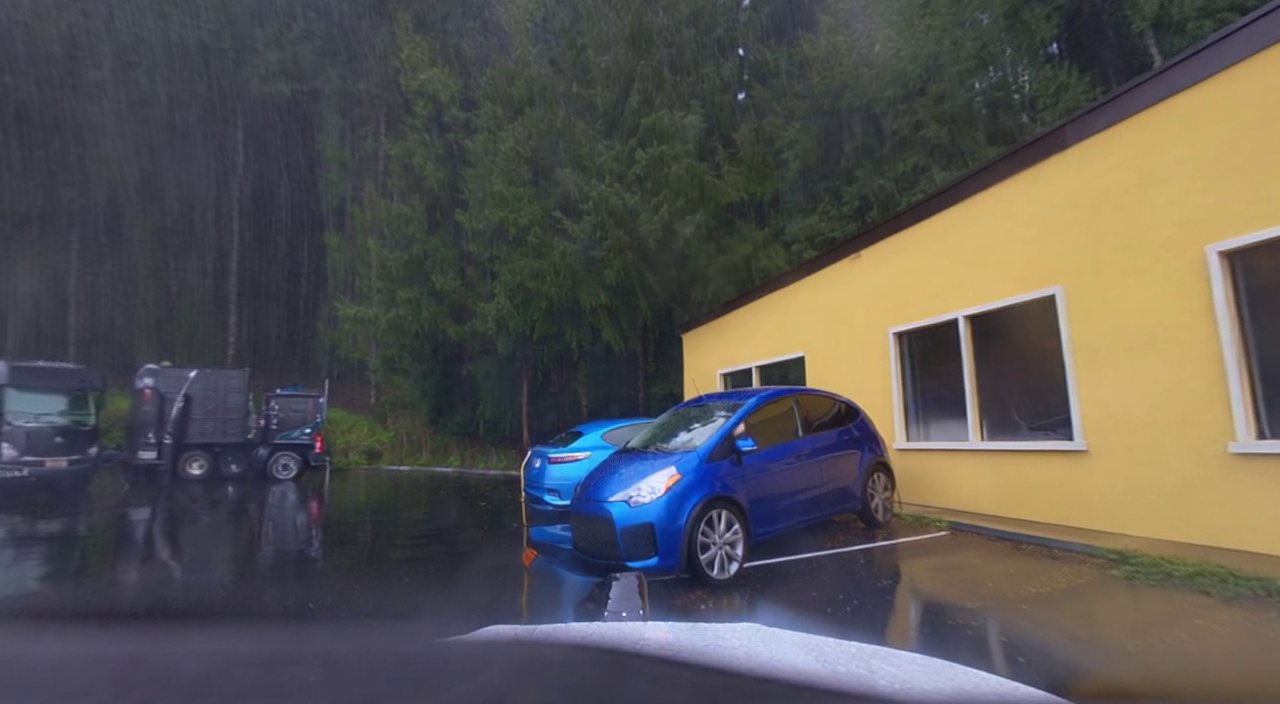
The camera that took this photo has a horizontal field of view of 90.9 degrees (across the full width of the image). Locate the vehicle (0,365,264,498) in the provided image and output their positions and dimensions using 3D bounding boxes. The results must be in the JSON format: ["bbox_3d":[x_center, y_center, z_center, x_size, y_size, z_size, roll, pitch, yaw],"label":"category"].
[{"bbox_3d":[-19.194,3.075,23.479,11.906,4.069,2.948,-5,-10,28],"label":"vehicle"}]

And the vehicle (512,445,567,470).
[{"bbox_3d":[-6.305,6.684,39.970,1.809,1.506,3.473,-4,-10,25],"label":"vehicle"}]

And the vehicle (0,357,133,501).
[{"bbox_3d":[-21.609,2.705,20.990,11.512,3.871,3.038,-5,-10,30],"label":"vehicle"}]
